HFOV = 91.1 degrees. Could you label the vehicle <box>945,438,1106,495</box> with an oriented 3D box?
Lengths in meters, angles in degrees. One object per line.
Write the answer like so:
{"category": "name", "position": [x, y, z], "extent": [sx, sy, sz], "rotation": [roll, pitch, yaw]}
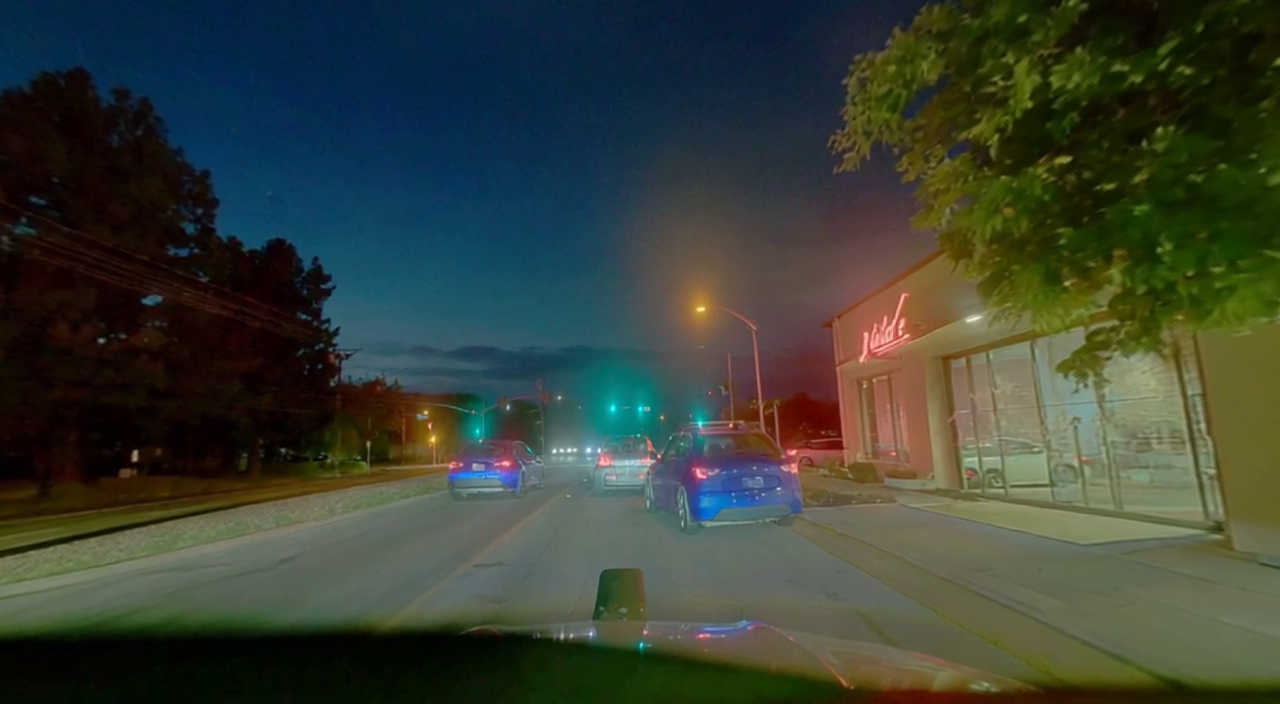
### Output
{"category": "vehicle", "position": [12.270, 3.640, 20.179], "extent": [3.871, 1.525, 1.835], "rotation": [-3, -9, 0]}

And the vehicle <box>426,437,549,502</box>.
{"category": "vehicle", "position": [-3.829, 3.022, 16.634], "extent": [2.026, 1.466, 4.282], "rotation": [0, -8, 2]}

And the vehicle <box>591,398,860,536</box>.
{"category": "vehicle", "position": [1.314, 2.004, 11.470], "extent": [2.052, 1.955, 4.642], "rotation": [7, -11, -39]}

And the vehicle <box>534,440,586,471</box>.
{"category": "vehicle", "position": [-4.085, 5.354, 32.665], "extent": [2.042, 1.470, 4.123], "rotation": [0, -8, 1]}
